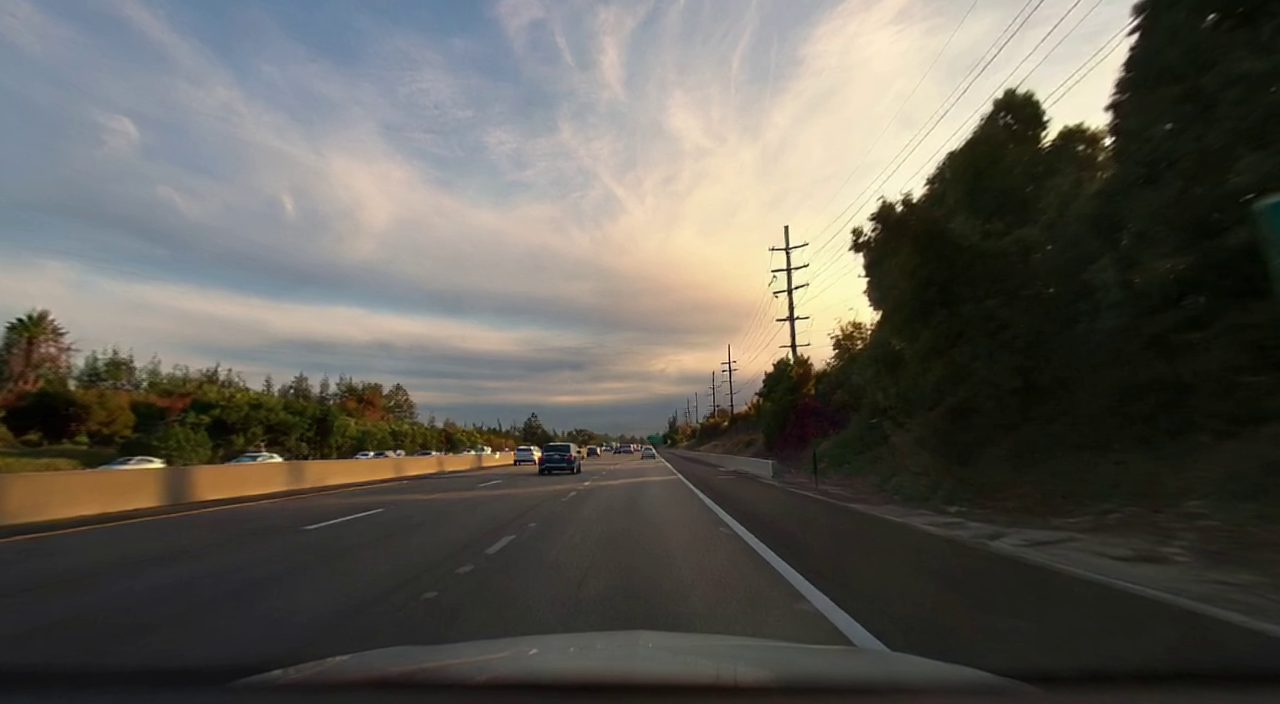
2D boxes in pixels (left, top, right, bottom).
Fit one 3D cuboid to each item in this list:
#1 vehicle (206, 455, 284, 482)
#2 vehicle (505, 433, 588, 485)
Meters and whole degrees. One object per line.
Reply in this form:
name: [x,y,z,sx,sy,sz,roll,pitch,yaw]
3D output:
vehicle: [-24.260,7.131,38.885,1.840,1.510,4.549,0,-9,1]
vehicle: [-3.727,4.423,26.336,2.577,1.939,5.408,0,-9,1]
